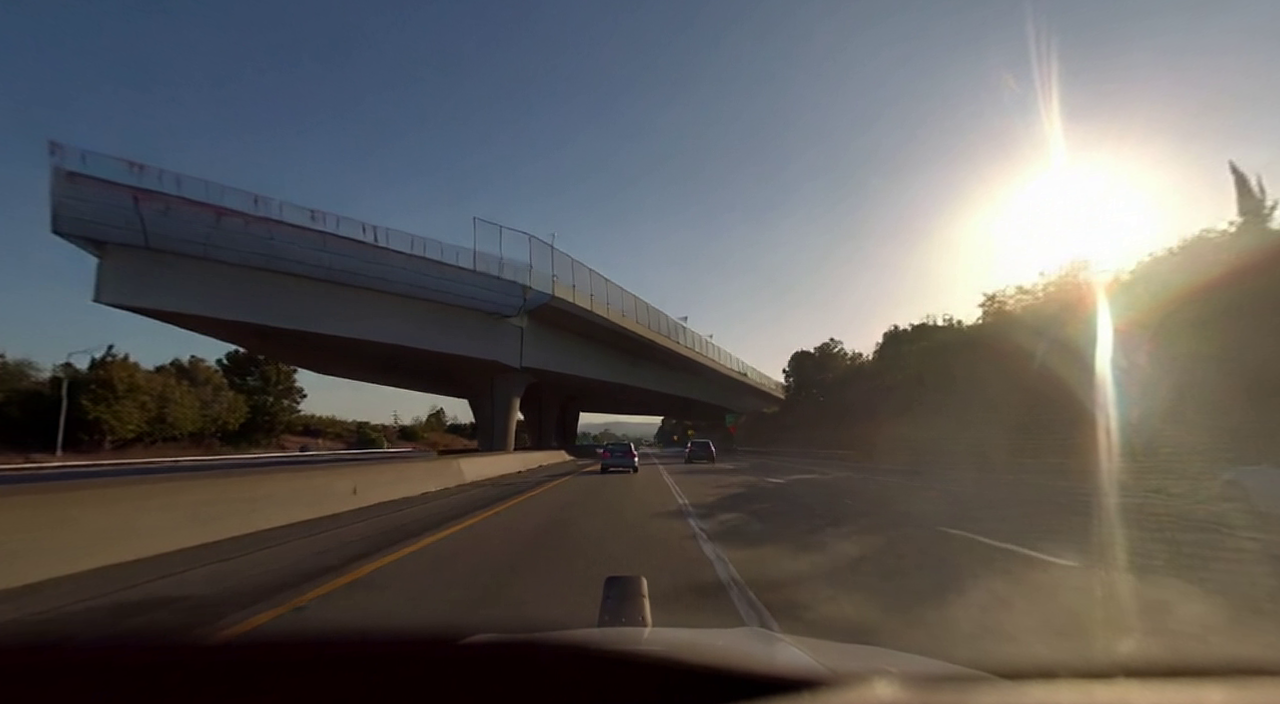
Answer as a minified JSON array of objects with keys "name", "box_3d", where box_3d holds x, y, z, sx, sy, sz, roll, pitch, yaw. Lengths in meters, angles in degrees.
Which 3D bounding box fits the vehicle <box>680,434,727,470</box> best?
[{"name":"vehicle","box_3d":[3.248,5.230,32.986,2.063,1.698,4.355,0,-8,0]}]

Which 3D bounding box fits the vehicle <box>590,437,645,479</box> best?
[{"name":"vehicle","box_3d":[-0.830,4.326,25.908,2.050,1.546,4.344,0,-8,1]}]
